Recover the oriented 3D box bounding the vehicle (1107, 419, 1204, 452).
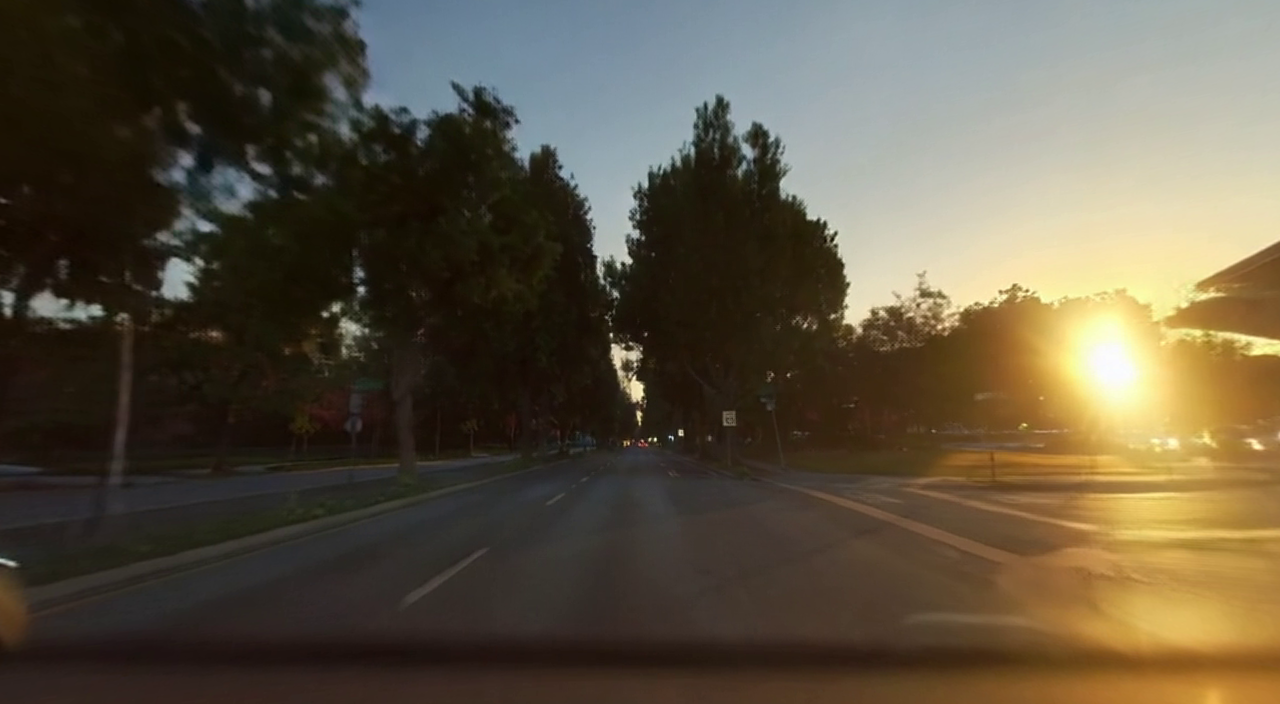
[{"bbox_3d":[29.841,4.852,36.501,3.879,1.820,1.862,0,-8,2],"label":"vehicle"}]
